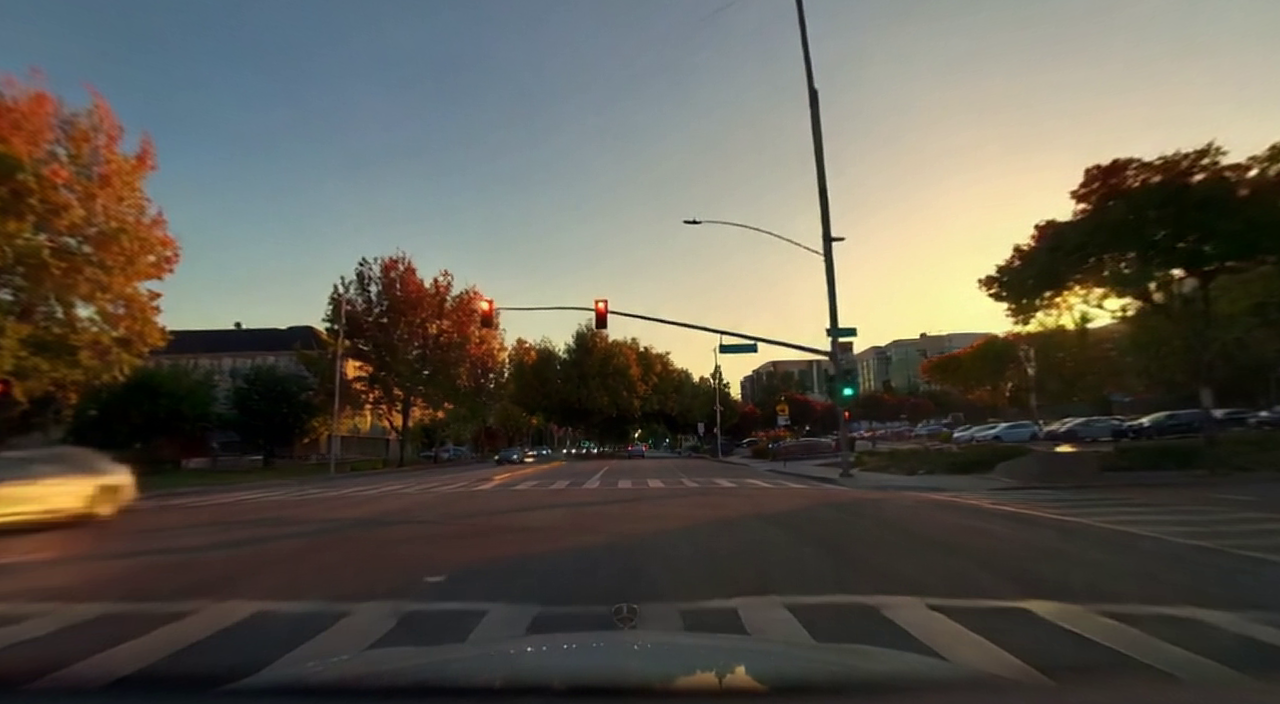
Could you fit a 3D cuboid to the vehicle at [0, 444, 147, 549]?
[{"bbox_3d":[-11.170,2.440,10.900,1.893,1.654,4.127,-1,-9,1],"label":"vehicle"}]
